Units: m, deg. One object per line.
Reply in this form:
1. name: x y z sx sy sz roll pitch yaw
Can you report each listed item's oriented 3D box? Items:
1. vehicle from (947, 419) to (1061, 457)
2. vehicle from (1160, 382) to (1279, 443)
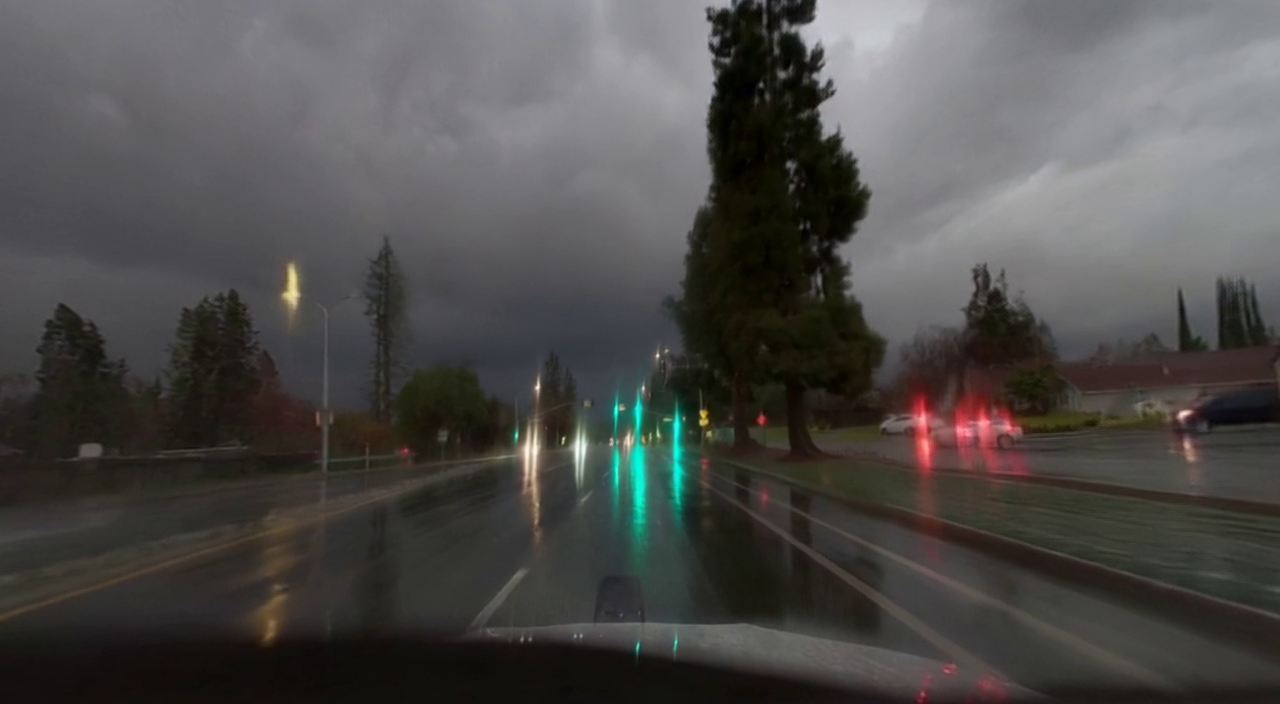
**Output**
1. vehicle: 15.572 3.731 27.372 1.882 1.446 4.741 0 -8 -4
2. vehicle: 22.752 2.216 23.678 4.512 1.837 2.059 -6 -8 -2
